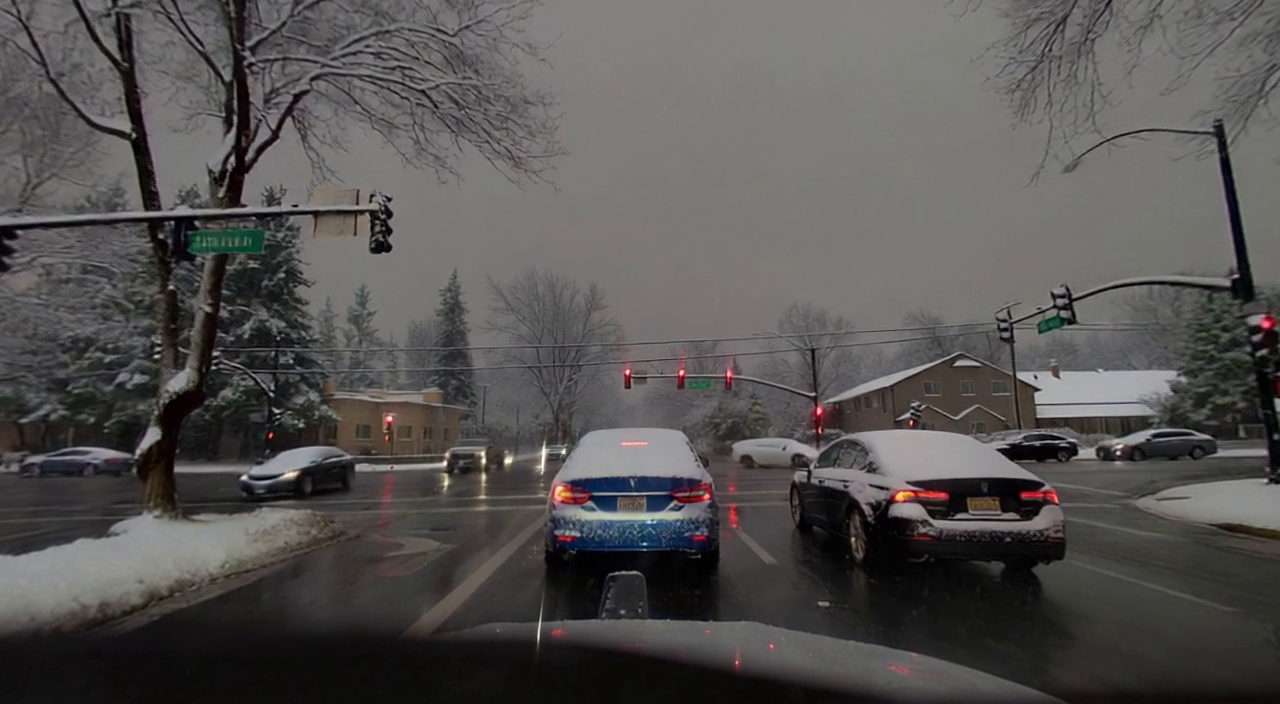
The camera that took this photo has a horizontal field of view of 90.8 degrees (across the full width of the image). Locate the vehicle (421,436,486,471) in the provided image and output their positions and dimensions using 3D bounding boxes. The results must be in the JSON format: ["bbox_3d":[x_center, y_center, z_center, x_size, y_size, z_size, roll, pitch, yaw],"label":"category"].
[{"bbox_3d":[-11.039,6.030,37.805,2.376,1.916,4.899,0,-8,0],"label":"vehicle"}]

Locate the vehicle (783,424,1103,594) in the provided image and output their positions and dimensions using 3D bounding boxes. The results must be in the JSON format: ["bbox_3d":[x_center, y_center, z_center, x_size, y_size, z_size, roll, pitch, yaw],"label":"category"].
[{"bbox_3d":[3.183,1.716,7.772,1.913,1.505,4.097,0,-8,0],"label":"vehicle"}]

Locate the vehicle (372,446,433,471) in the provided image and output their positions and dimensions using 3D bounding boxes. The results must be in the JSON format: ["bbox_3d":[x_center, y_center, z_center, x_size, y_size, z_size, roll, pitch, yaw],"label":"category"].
[{"bbox_3d":[-16.864,7.589,45.132,1.893,1.658,4.474,-2,-9,11],"label":"vehicle"}]

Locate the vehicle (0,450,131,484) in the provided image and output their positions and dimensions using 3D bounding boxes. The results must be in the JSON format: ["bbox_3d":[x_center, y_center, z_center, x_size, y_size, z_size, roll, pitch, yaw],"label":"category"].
[{"bbox_3d":[-28.131,5.609,31.042,4.538,1.591,1.949,0,-8,1],"label":"vehicle"}]

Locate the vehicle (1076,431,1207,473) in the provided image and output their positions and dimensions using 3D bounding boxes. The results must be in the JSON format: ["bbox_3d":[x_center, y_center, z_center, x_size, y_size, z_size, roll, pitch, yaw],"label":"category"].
[{"bbox_3d":[23.962,4.774,30.299,4.520,1.762,2.005,-1,-8,-1],"label":"vehicle"}]

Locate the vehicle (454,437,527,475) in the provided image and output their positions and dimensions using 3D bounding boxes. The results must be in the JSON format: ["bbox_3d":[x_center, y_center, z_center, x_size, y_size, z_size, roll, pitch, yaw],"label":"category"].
[{"bbox_3d":[-7.437,5.224,32.001,2.383,1.779,4.973,0,-8,1],"label":"vehicle"}]

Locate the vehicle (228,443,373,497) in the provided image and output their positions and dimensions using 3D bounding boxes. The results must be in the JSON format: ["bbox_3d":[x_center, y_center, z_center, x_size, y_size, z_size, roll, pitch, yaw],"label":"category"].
[{"bbox_3d":[-11.375,3.966,21.724,2.102,1.531,5.072,-2,-9,2],"label":"vehicle"}]

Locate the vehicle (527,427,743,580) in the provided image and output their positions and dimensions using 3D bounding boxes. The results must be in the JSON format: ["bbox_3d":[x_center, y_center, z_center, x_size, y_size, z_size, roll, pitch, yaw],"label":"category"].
[{"bbox_3d":[-0.064,1.783,8.258,2.103,1.478,4.073,0,-8,-1],"label":"vehicle"}]

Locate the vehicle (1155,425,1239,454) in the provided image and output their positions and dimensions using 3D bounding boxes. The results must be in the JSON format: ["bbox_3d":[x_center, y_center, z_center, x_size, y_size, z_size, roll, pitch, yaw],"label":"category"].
[{"bbox_3d":[41.684,6.580,47.356,4.388,2.079,1.960,0,-8,-3],"label":"vehicle"}]
